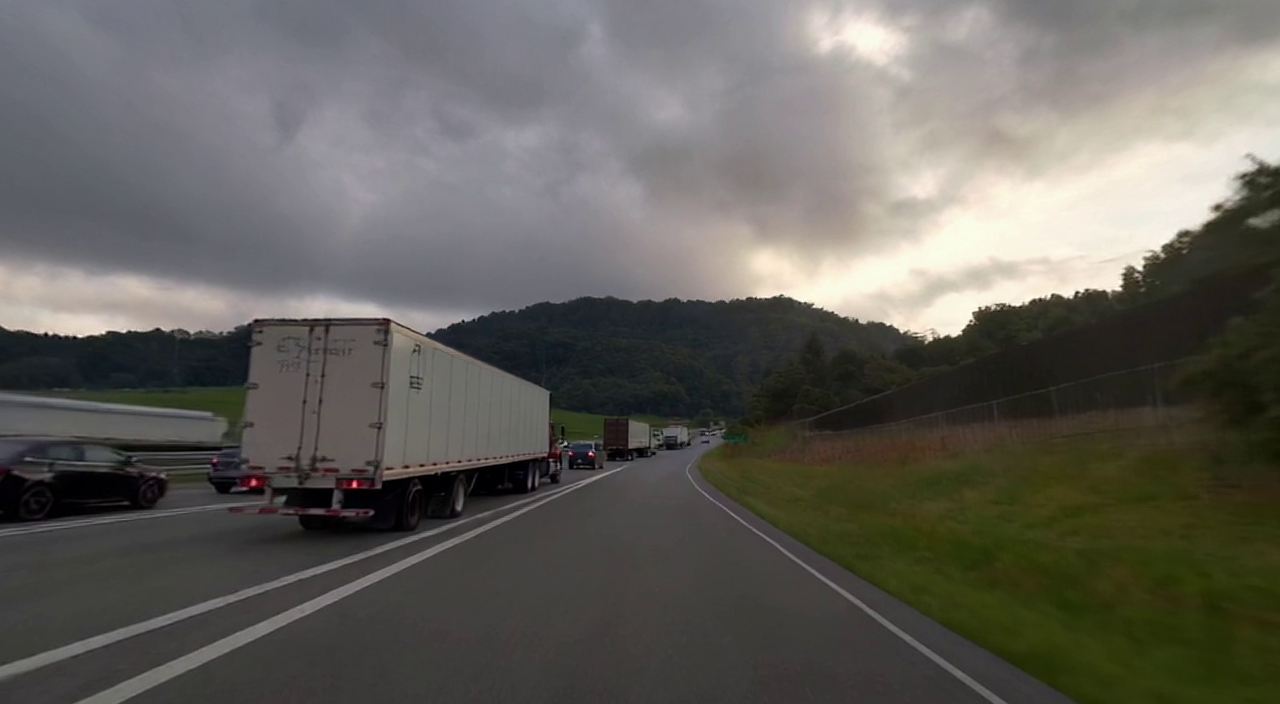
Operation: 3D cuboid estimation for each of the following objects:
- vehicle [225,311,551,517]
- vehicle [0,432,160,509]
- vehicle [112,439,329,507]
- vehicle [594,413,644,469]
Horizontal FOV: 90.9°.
[{"bbox_3d":[-5.998,2.305,19.655,2.848,4.067,14.314,-1,-9,6],"label":"vehicle"},{"bbox_3d":[-14.723,2.873,15.588,1.943,1.662,4.283,-1,-9,7],"label":"vehicle"},{"bbox_3d":[-10.617,3.099,16.558,1.925,1.493,4.864,-1,-9,8],"label":"vehicle"},{"bbox_3d":[-1.315,6.365,44.502,2.968,3.439,10.174,0,-9,1],"label":"vehicle"}]
